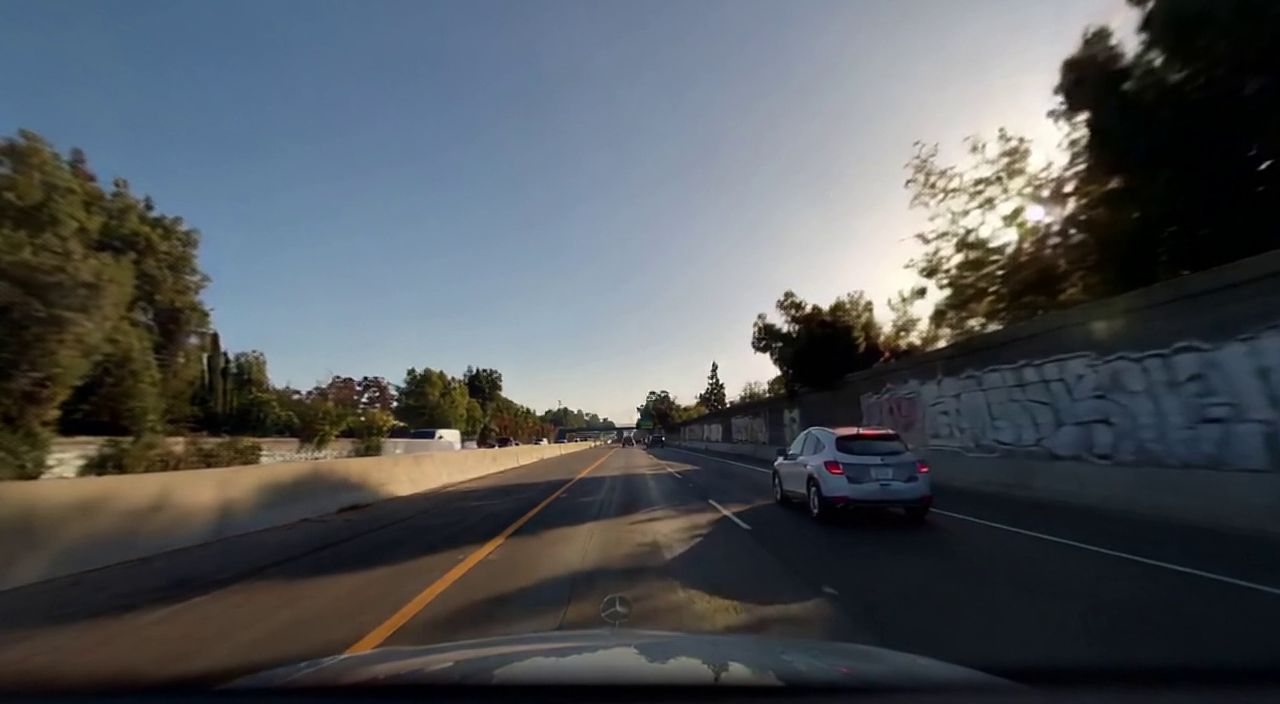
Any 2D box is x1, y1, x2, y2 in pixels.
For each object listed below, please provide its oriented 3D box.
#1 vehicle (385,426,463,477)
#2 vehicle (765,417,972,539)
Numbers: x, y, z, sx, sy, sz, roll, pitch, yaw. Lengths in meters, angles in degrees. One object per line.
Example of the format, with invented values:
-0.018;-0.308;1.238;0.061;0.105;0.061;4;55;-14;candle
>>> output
-11.791;5.444;34.960;2.406;2.526;5.787;0;-8;-2;vehicle
3.327;1.881;10.029;1.841;1.556;3.618;0;-8;-1;vehicle
